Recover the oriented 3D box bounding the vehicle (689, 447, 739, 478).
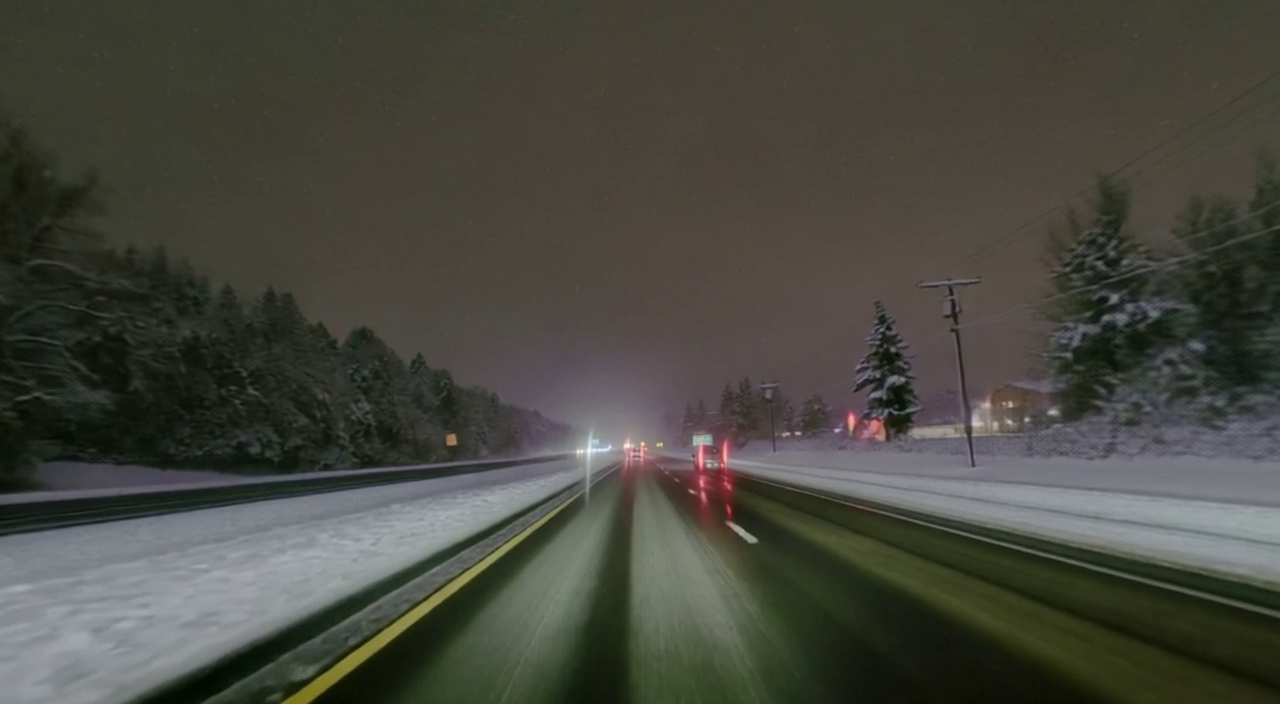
[{"bbox_3d":[3.918,5.943,34.034,2.115,1.522,4.330,0,-9,-1],"label":"vehicle"}]
